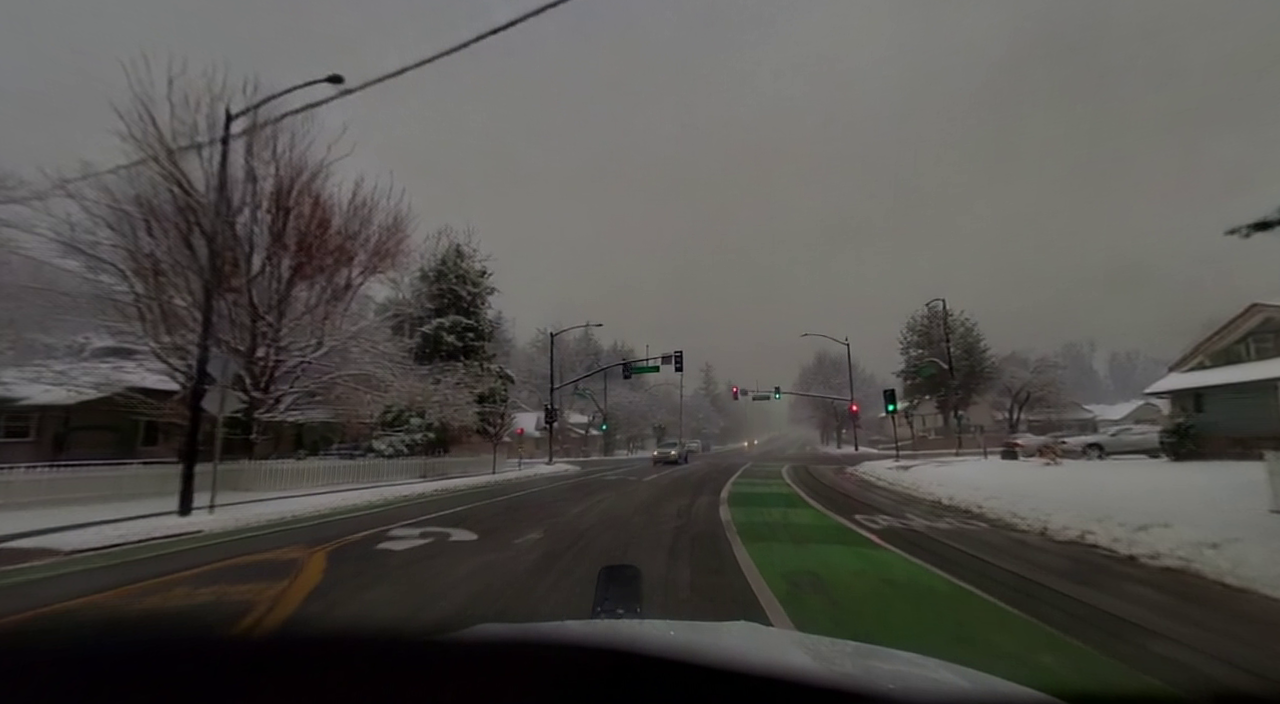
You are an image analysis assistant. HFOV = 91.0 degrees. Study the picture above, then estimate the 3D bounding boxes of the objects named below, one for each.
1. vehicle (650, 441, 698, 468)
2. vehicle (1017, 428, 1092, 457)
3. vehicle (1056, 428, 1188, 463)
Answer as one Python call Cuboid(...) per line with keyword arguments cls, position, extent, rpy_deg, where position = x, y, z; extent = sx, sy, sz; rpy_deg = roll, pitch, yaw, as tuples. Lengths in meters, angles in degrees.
Cuboid(cls="vehicle", position=(2.106, 6.071, 37.517), extent=(1.904, 1.489, 4.746), rpy_deg=(-3, -9, 15))
Cuboid(cls="vehicle", position=(23.478, 5.194, 35.855), extent=(1.937, 1.474, 5.114), rpy_deg=(-5, -10, 15))
Cuboid(cls="vehicle", position=(23.028, 4.487, 30.397), extent=(1.972, 1.477, 5.340), rpy_deg=(-2, -8, -2))
